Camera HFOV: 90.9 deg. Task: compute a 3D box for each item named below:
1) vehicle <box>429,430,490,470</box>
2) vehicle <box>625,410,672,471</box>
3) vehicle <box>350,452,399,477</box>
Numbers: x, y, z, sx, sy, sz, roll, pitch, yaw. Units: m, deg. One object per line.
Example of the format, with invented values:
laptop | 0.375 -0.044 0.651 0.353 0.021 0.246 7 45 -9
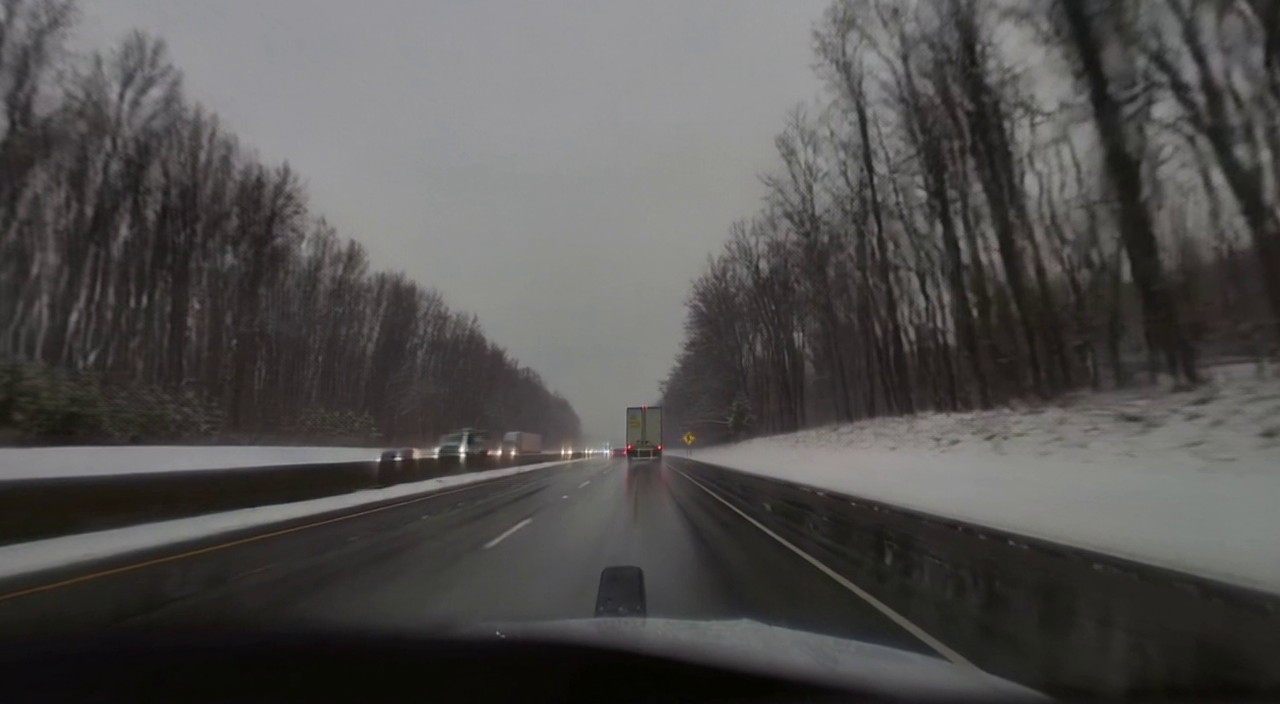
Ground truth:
vehicle | -12.447 6.864 44.025 2.282 2.547 5.989 0 -9 2
vehicle | 0.474 6.604 46.509 3.024 3.965 10.399 0 -9 -1
vehicle | -16.444 6.949 39.138 1.595 1.483 3.151 0 -9 1
